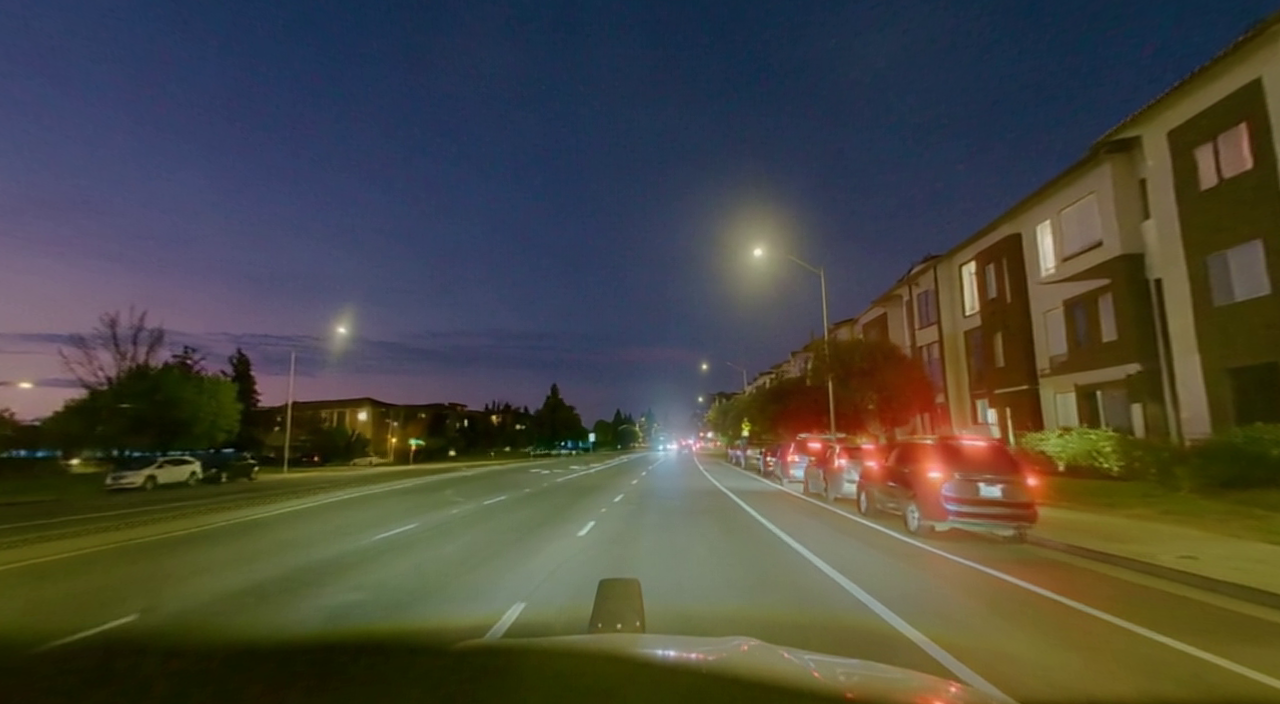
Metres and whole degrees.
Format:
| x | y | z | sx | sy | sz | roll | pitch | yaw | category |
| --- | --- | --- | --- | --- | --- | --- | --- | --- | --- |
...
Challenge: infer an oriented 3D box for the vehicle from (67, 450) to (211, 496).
| x | y | z | sx | sy | sz | roll | pitch | yaw | category |
| --- | --- | --- | --- | --- | --- | --- | --- | --- | --- |
| -22.273 | 5.361 | 28.356 | 2.060 | 1.814 | 5.097 | -1 | -8 | 3 | vehicle |

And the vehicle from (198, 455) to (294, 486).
| x | y | z | sx | sy | sz | roll | pitch | yaw | category |
| --- | --- | --- | --- | --- | --- | --- | --- | --- | --- |
| -21.533 | 6.479 | 34.717 | 1.909 | 1.451 | 4.757 | -1 | -8 | 4 | vehicle |

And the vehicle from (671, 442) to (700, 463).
| x | y | z | sx | sy | sz | roll | pitch | yaw | category |
| --- | --- | --- | --- | --- | --- | --- | --- | --- | --- |
| 3.425 | 7.435 | 46.688 | 2.011 | 1.480 | 4.170 | -1 | -8 | 5 | vehicle |

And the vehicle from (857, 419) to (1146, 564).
| x | y | z | sx | sy | sz | roll | pitch | yaw | category |
| --- | --- | --- | --- | --- | --- | --- | --- | --- | --- |
| 4.892 | 1.915 | 9.382 | 2.011 | 1.649 | 4.001 | 0 | -8 | 2 | vehicle |
